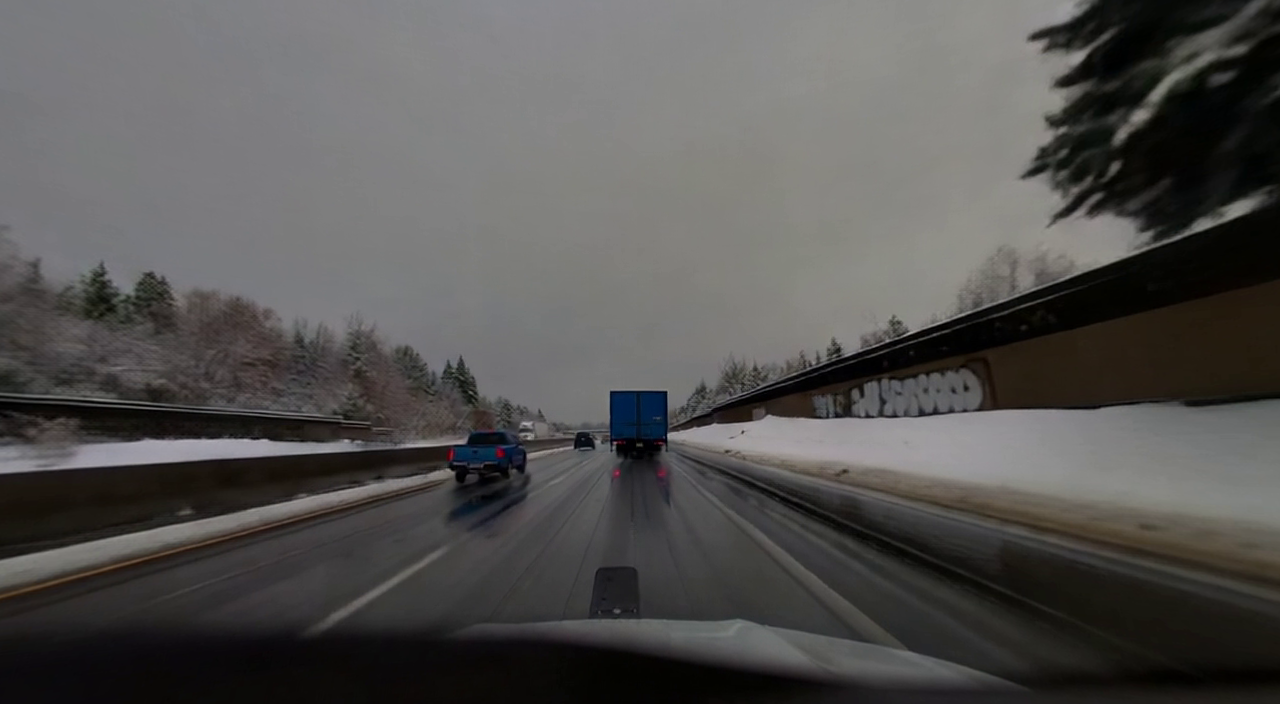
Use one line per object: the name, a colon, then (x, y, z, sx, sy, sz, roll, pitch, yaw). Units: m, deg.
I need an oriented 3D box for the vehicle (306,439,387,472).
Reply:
vehicle: (-13.668, 4.825, 29.674, 1.797, 1.414, 4.296, 0, -8, -1)

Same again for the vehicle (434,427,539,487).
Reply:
vehicle: (-4.351, 3.024, 18.642, 1.948, 1.526, 4.525, 0, -8, 0)

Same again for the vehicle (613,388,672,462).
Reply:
vehicle: (0.011, 4.238, 35.894, 2.927, 3.649, 9.443, 0, -8, -1)
